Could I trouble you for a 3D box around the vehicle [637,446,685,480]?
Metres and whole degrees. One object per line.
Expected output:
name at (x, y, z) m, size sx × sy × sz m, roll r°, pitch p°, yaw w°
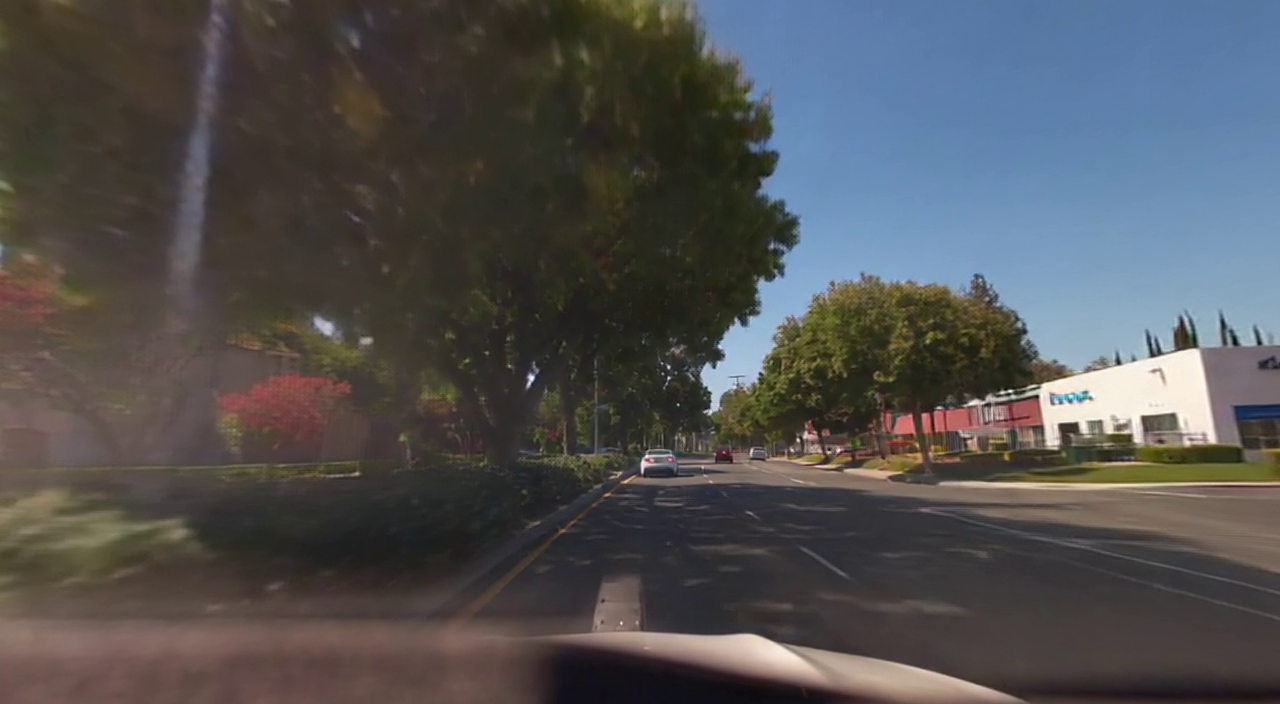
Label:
vehicle at (1.045, 5.150, 29.596) m, size 2.095 × 1.456 × 3.873 m, roll -1°, pitch -9°, yaw 4°
